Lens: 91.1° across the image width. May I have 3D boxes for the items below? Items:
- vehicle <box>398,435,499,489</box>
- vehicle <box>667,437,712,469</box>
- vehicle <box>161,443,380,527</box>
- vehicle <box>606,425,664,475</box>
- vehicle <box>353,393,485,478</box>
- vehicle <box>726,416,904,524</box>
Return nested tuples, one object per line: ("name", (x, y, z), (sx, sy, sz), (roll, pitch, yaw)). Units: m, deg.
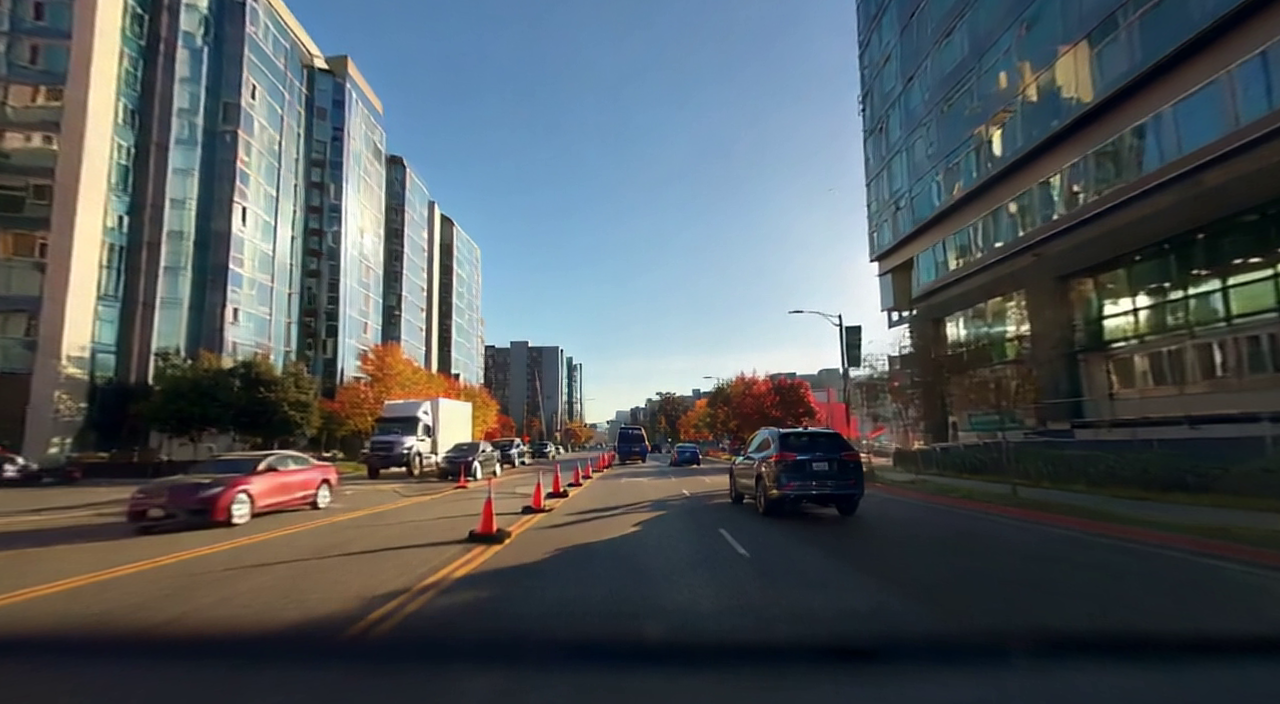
("vehicle", (-7.258, 4.197, 24.489), (2.437, 1.820, 4.827), (-2, -8, 0))
("vehicle", (2.977, 6.226, 38.865), (2.187, 1.835, 5.471), (0, -9, -2))
("vehicle", (-7.631, 2.752, 13.649), (1.881, 1.485, 4.522), (0, -9, 2))
("vehicle", (-0.331, 5.116, 32.891), (2.762, 2.309, 6.723), (0, -9, -2))
("vehicle", (-11.018, 4.419, 32.716), (2.988, 3.755, 9.456), (0, -9, 3))
("vehicle", (3.371, 2.434, 13.536), (2.120, 1.828, 5.531), (0, -9, -1))
